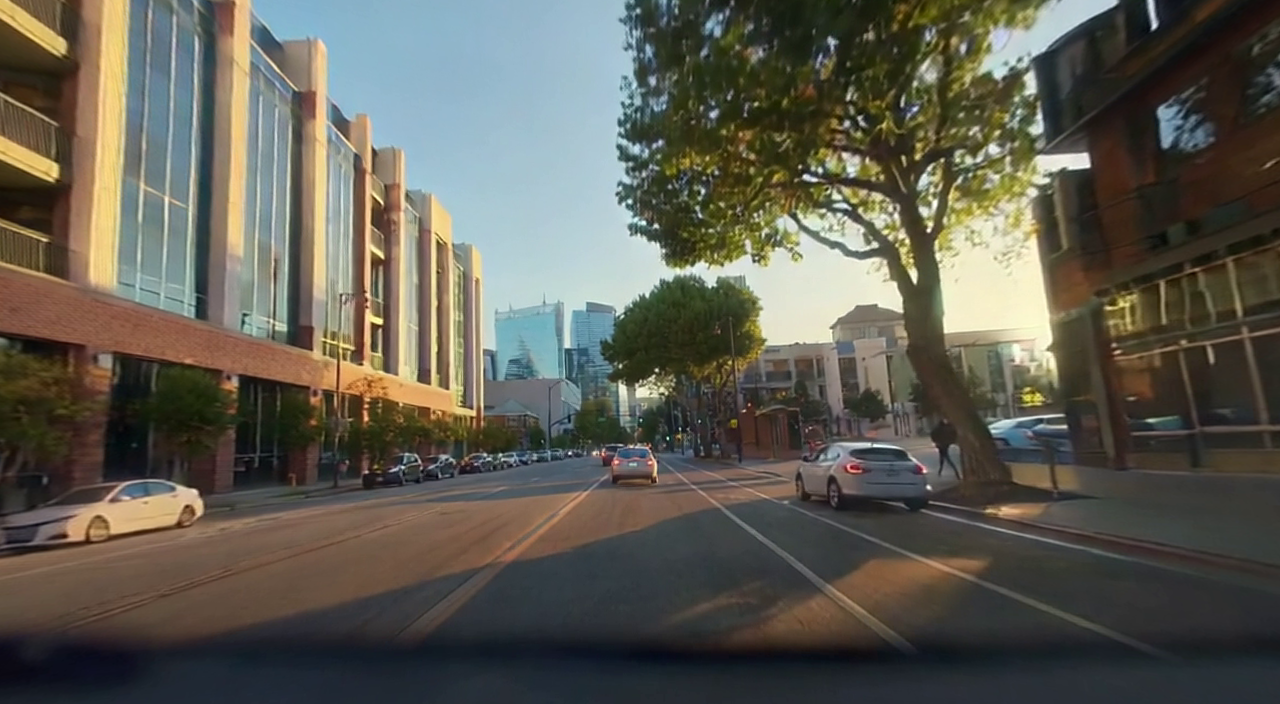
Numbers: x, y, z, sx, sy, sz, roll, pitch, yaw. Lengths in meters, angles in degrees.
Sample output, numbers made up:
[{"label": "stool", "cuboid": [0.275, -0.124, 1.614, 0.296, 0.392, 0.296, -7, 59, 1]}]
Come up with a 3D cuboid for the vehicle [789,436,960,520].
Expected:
[{"label": "vehicle", "cuboid": [5.000, 2.724, 14.230, 2.075, 1.584, 4.201, 0, -8, -2]}]

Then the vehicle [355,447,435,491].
[{"label": "vehicle", "cuboid": [-11.822, 5.650, 30.904, 2.114, 1.938, 4.590, -1, -8, -1]}]

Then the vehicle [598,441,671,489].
[{"label": "vehicle", "cuboid": [-0.150, 3.806, 21.598, 2.269, 1.479, 3.980, 0, -8, 1]}]

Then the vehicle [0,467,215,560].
[{"label": "vehicle", "cuboid": [-11.532, 3.337, 13.558, 1.917, 1.408, 4.454, -4, -8, -2]}]

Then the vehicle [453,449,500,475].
[{"label": "vehicle", "cuboid": [-11.679, 7.902, 45.513, 2.077, 1.732, 4.704, 0, -8, 1]}]
